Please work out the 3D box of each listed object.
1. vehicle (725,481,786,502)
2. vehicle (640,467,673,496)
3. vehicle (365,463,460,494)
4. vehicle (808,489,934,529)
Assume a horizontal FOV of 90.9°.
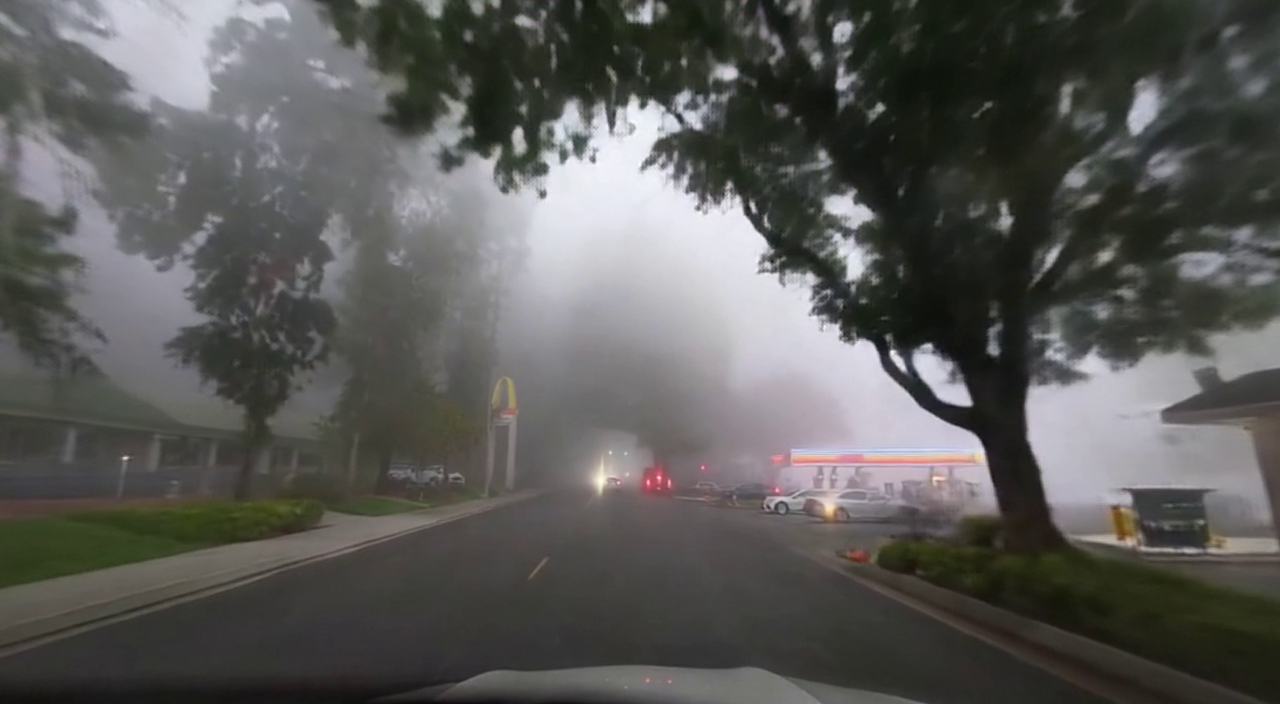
[{"bbox_3d":[8.586,10.471,47.180,4.123,1.446,1.807,1,-11,-4],"label":"vehicle"},{"bbox_3d":[1.196,9.875,48.296,2.153,2.074,5.188,1,-11,-3],"label":"vehicle"},{"bbox_3d":[-12.982,7.254,36.135,4.575,1.641,2.006,11,-15,-44],"label":"vehicle"},{"bbox_3d":[9.240,6.320,25.474,4.316,1.462,1.921,1,-11,-3],"label":"vehicle"}]
